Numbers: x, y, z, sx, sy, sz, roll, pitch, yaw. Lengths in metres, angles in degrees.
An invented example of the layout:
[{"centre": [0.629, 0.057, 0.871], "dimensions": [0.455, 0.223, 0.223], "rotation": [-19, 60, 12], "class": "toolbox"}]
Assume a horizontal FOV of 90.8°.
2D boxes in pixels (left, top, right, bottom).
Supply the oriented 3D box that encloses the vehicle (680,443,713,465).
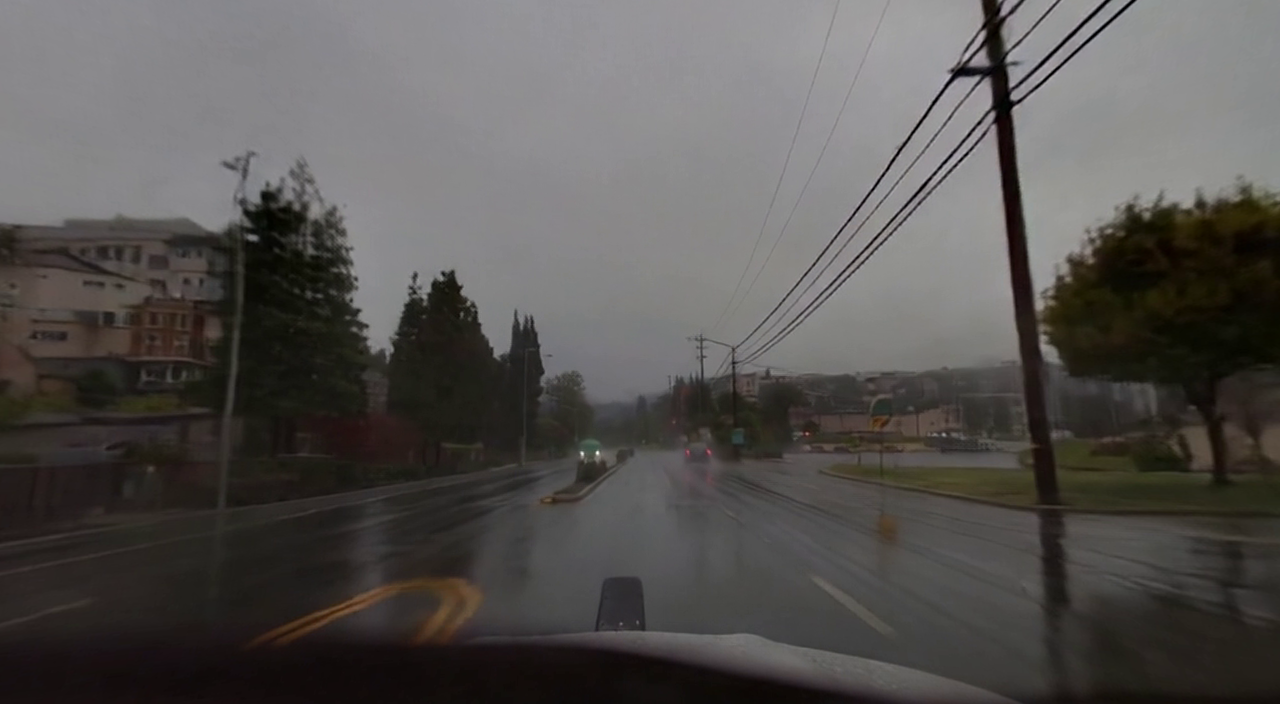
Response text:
[{"centre": [3.928, 7.217, 44.681], "dimensions": [2.015, 1.467, 4.117], "rotation": [0, -9, 0], "class": "vehicle"}]
